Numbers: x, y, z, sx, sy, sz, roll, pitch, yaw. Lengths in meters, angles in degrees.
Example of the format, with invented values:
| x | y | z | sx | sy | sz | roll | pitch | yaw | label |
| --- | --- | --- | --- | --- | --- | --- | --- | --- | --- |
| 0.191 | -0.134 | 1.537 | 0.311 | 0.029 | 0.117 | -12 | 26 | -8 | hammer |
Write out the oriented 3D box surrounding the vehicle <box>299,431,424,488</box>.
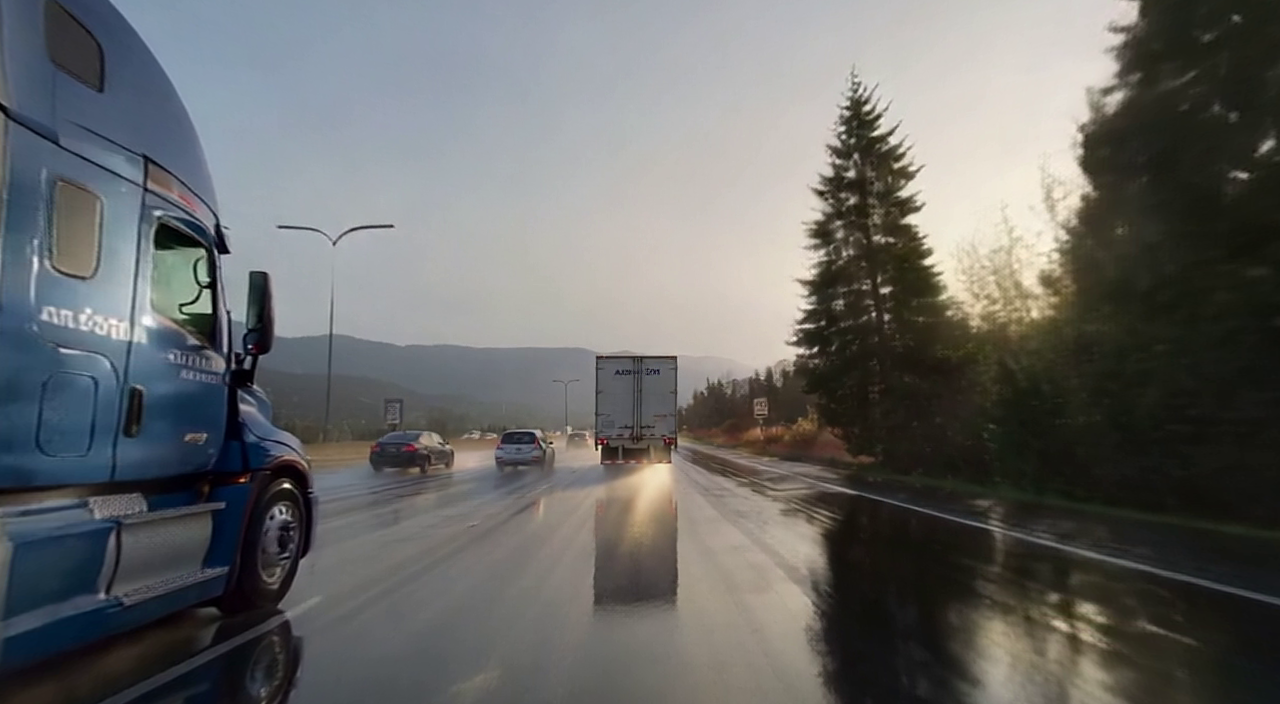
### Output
| x | y | z | sx | sy | sz | roll | pitch | yaw | label |
| --- | --- | --- | --- | --- | --- | --- | --- | --- | --- |
| -8.131 | 3.136 | 18.821 | 1.943 | 1.500 | 4.011 | 0 | -8 | -1 | vehicle |

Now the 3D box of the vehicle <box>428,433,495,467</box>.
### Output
| x | y | z | sx | sy | sz | roll | pitch | yaw | label |
| --- | --- | --- | --- | --- | --- | --- | --- | --- | --- |
| -8.603 | 4.745 | 30.795 | 1.976 | 1.510 | 4.604 | 0 | -8 | -1 | vehicle |

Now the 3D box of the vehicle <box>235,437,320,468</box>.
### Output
| x | y | z | sx | sy | sz | roll | pitch | yaw | label |
| --- | --- | --- | --- | --- | --- | --- | --- | --- | --- |
| -19.590 | 5.419 | 34.217 | 1.923 | 1.506 | 4.408 | 0 | -8 | 1 | vehicle |

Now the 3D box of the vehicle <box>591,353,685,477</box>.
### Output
| x | y | z | sx | sy | sz | roll | pitch | yaw | label |
| --- | --- | --- | --- | --- | --- | --- | --- | --- | --- |
| -0.214 | 2.789 | 26.299 | 3.118 | 4.106 | 10.719 | 0 | -8 | -2 | vehicle |

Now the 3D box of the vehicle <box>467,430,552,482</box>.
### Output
| x | y | z | sx | sy | sz | roll | pitch | yaw | label |
| --- | --- | --- | --- | --- | --- | --- | --- | --- | --- |
| -4.094 | 3.309 | 20.383 | 1.933 | 1.492 | 3.838 | 0 | -8 | 0 | vehicle |
